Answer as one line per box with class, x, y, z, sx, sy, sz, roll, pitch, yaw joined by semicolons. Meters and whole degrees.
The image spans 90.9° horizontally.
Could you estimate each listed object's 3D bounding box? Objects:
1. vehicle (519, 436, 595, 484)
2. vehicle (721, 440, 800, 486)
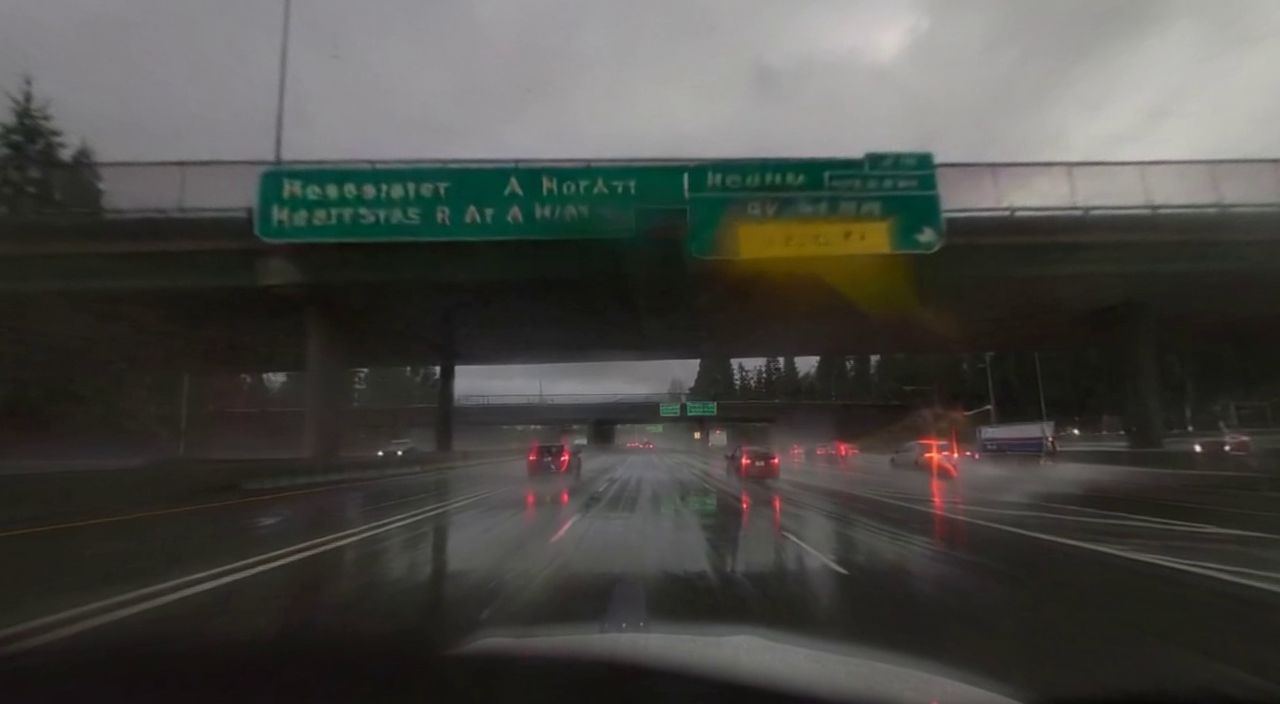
vehicle;-3.183;4.287;25.387;2.259;1.706;4.924;0;-8;2
vehicle;4.171;3.901;22.537;1.908;1.483;4.259;0;-8;-1
